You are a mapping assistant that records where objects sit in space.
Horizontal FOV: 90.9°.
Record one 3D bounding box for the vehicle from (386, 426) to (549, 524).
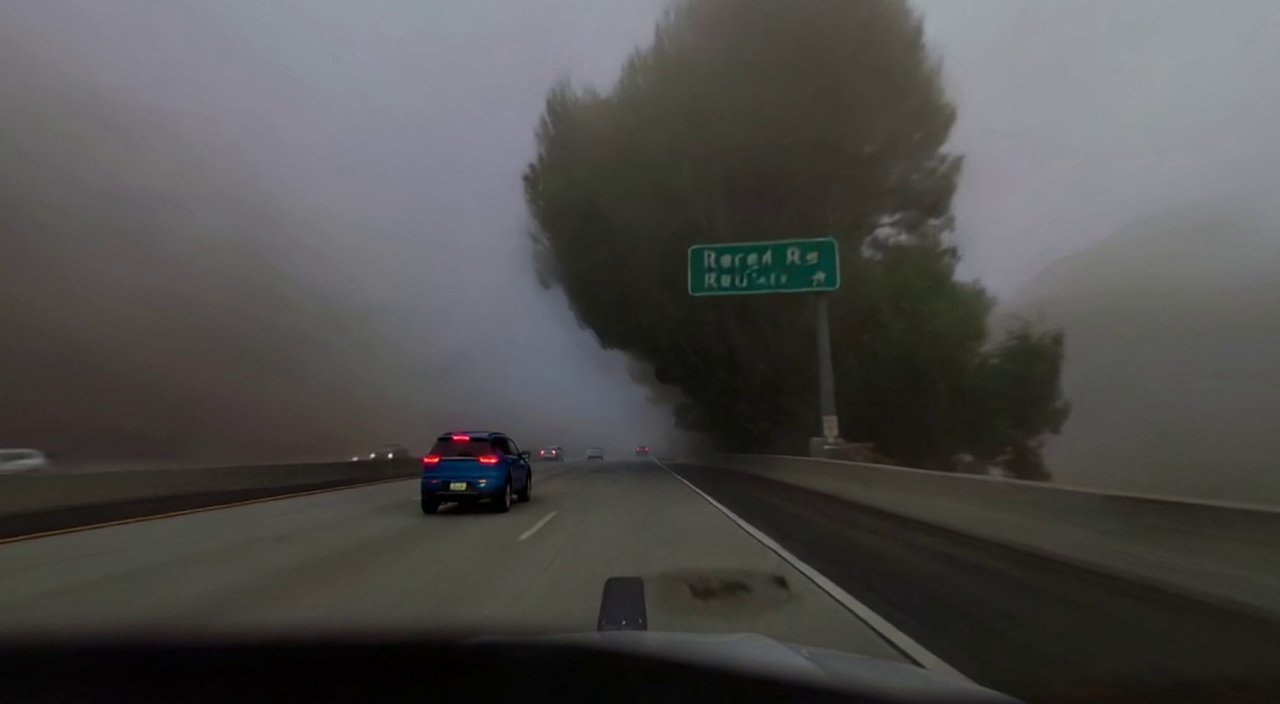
[{"bbox_3d":[-3.382,2.501,13.422,2.138,1.718,4.415,0,-8,1],"label":"vehicle"}]
